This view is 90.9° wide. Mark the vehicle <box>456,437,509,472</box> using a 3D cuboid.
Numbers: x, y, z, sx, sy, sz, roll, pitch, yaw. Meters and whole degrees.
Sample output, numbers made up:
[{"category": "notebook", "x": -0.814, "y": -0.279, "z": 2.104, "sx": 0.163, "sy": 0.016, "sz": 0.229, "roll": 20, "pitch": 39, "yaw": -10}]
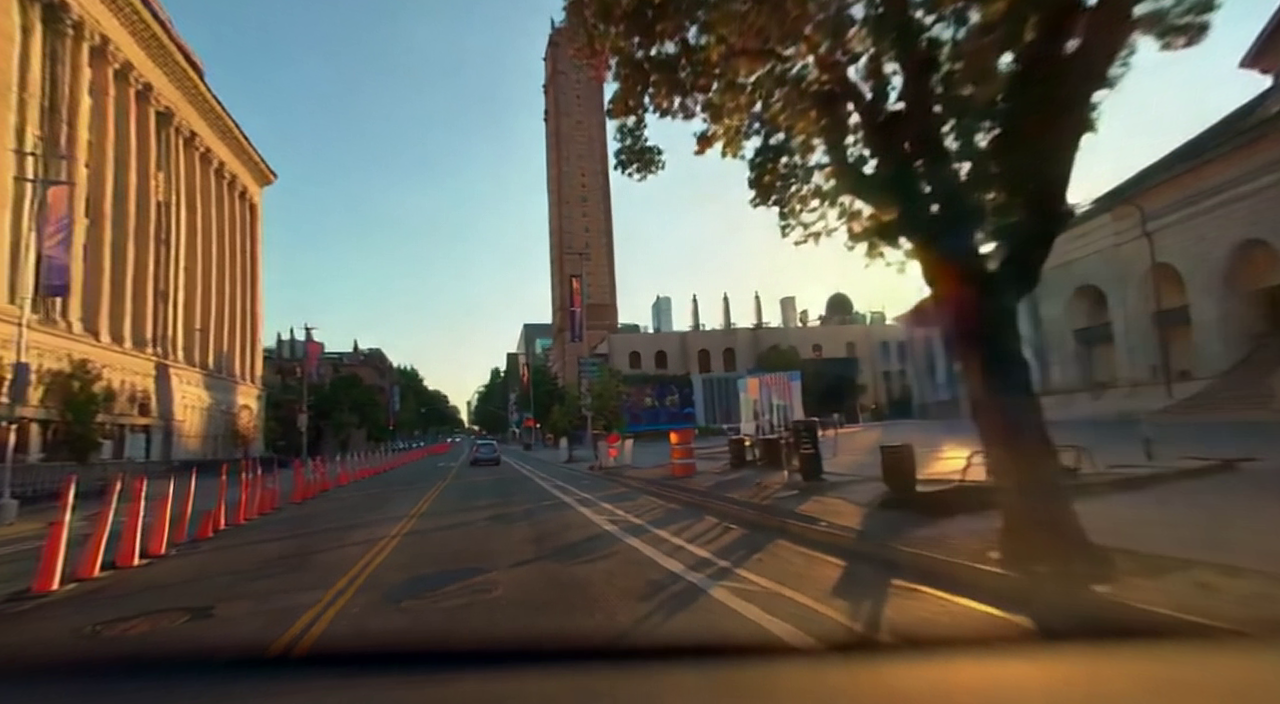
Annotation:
[{"category": "vehicle", "x": -7.593, "y": 4.885, "z": 30.187, "sx": 2.216, "sy": 1.492, "sz": 4.725, "roll": 2, "pitch": -9, "yaw": -15}]
